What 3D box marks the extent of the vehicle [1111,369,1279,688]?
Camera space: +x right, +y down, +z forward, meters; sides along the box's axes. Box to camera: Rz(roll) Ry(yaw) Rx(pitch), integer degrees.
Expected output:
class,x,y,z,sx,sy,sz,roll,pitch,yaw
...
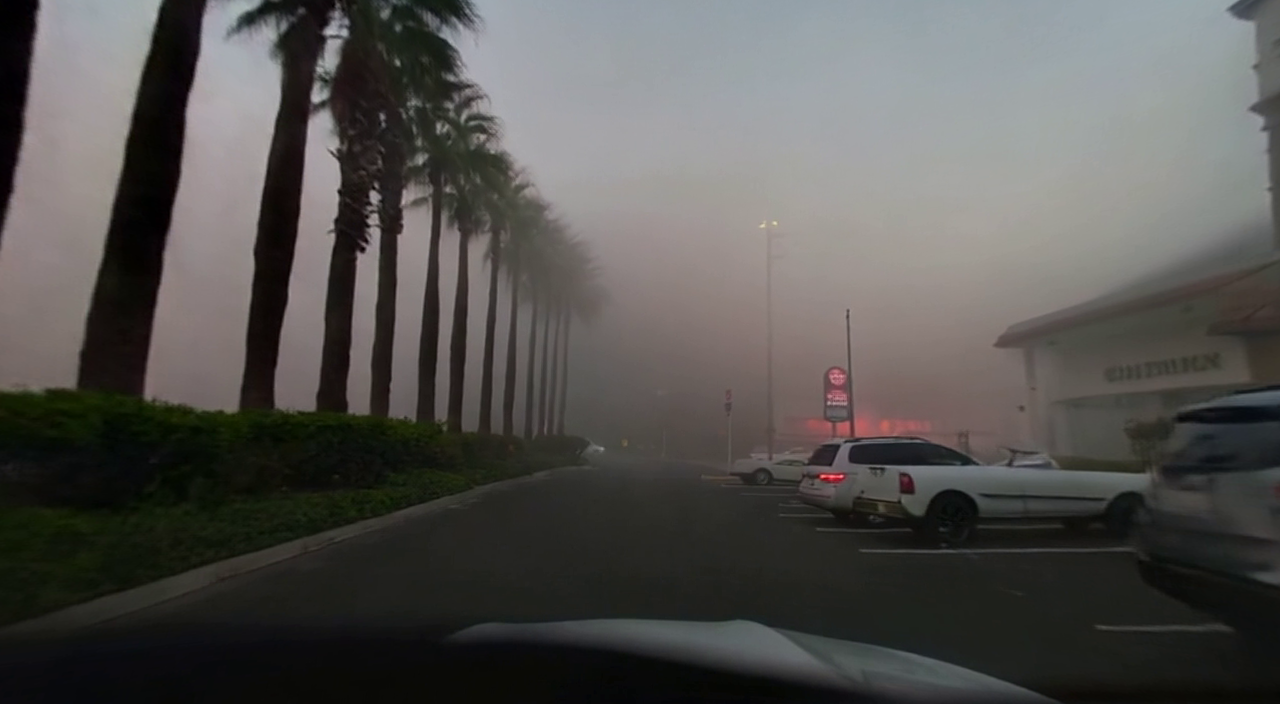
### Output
class,x,y,z,sx,sy,sz,roll,pitch,yaw
vehicle,5.735,1.089,3.776,4.237,1.771,1.995,2,-10,-2

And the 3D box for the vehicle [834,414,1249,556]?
class,x,y,z,sx,sy,sz,roll,pitch,yaw
vehicle,5.559,1.872,9.250,4.743,1.800,1.952,1,-9,-3
